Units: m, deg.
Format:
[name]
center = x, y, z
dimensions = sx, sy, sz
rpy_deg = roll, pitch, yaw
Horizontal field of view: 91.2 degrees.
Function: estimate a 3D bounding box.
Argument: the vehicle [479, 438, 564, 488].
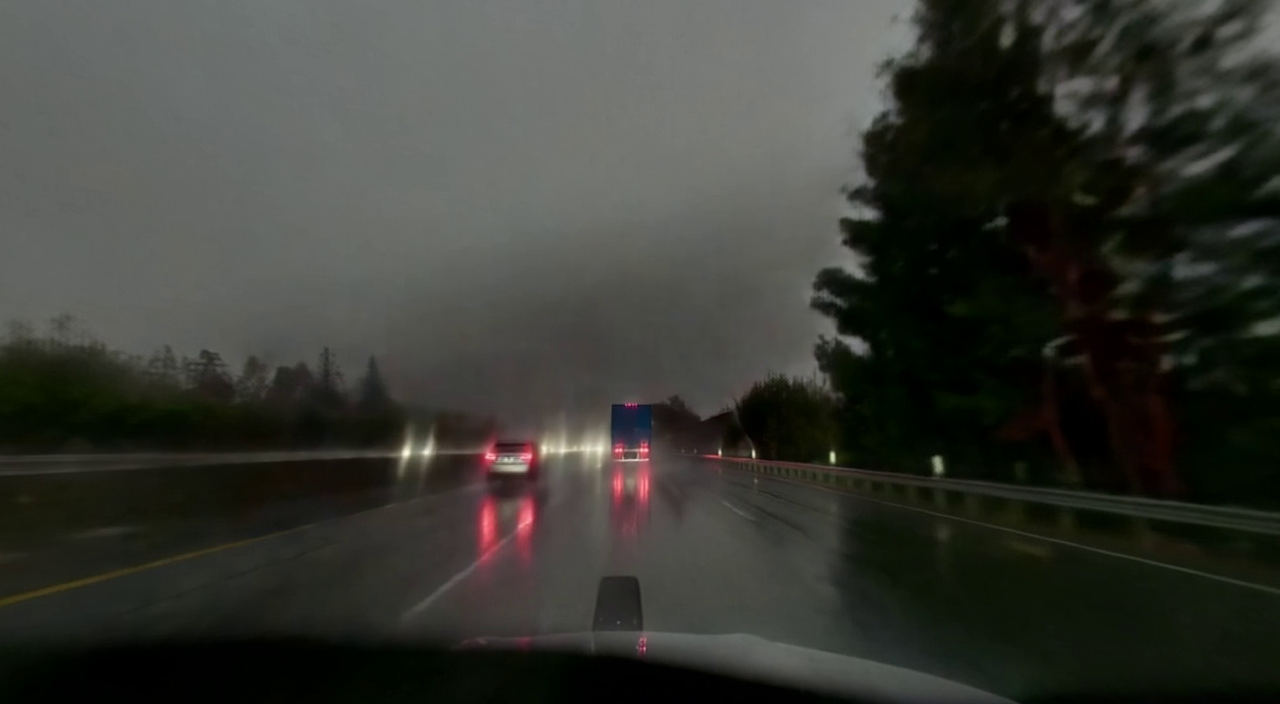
[vehicle]
center = -3.931, 3.784, 21.599
dimensions = 2.057, 1.519, 4.372
rpy_deg = 0, -9, 1
